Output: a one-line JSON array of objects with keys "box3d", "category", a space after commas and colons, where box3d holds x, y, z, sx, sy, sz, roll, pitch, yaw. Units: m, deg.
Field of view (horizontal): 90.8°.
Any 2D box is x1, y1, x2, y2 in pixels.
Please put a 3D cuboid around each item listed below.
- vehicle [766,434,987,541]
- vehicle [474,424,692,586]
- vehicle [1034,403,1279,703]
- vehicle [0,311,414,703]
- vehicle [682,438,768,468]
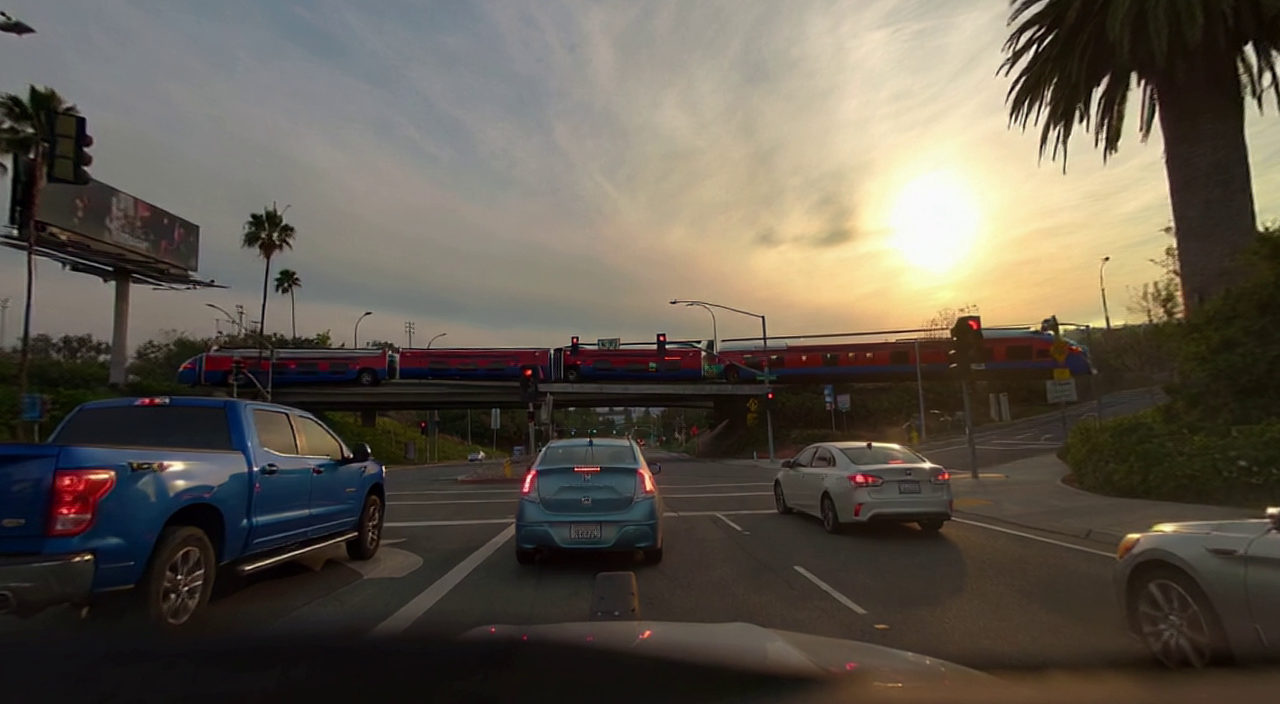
[{"box3d": [3.703, 2.199, 10.968, 1.965, 1.448, 4.486, 0, -9, -2], "category": "vehicle"}, {"box3d": [-0.630, 1.743, 8.044, 2.035, 1.491, 4.090, 0, -9, -3], "category": "vehicle"}, {"box3d": [3.879, 0.887, 2.195, 2.052, 1.496, 4.541, 0, -9, 0], "category": "vehicle"}, {"box3d": [-3.786, 1.098, 4.928, 2.078, 1.838, 5.448, 0, -9, -1], "category": "vehicle"}, {"box3d": [4.193, 5.093, 31.973, 1.878, 1.428, 4.416, 5, -10, -32], "category": "vehicle"}]
